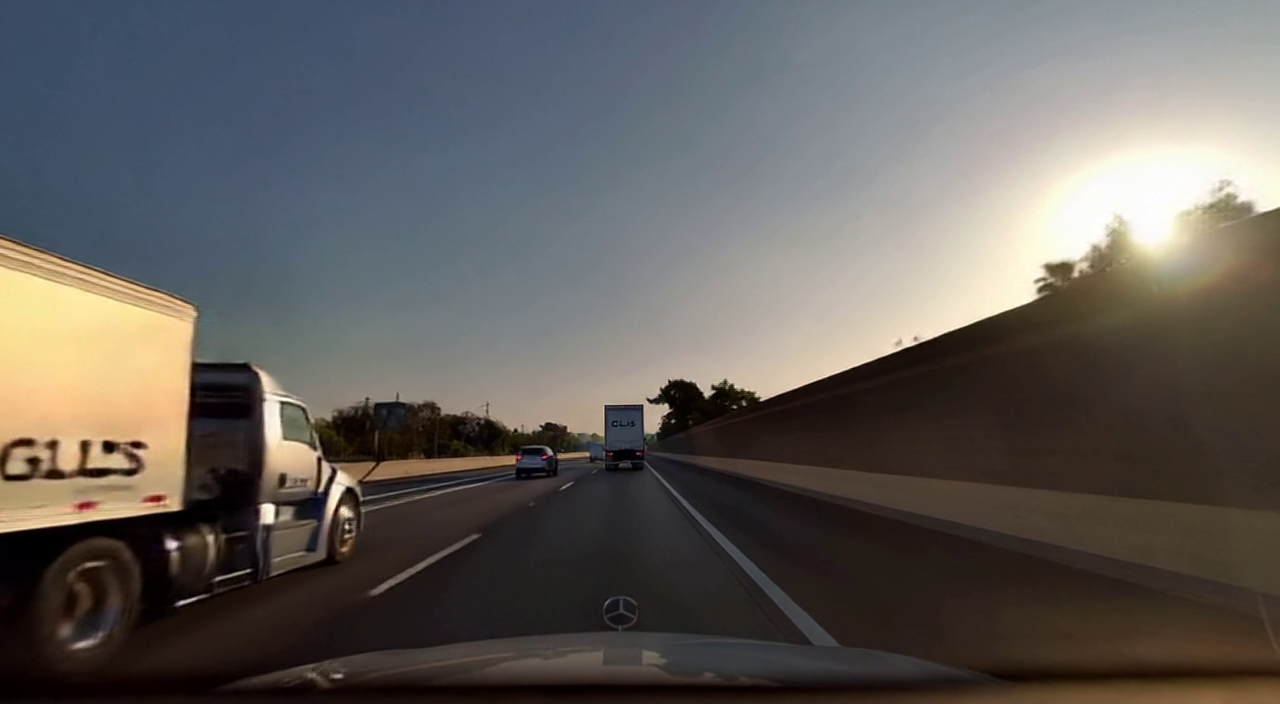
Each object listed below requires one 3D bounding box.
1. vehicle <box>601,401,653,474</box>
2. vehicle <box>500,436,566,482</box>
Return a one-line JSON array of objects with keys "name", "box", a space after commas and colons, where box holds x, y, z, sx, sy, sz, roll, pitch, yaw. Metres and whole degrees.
[{"name": "vehicle", "box": [-0.872, 5.527, 39.963, 2.923, 4.007, 9.760, 0, -9, -2]}, {"name": "vehicle", "box": [-4.915, 5.002, 29.597, 2.226, 1.935, 5.130, 0, -9, 0]}]
